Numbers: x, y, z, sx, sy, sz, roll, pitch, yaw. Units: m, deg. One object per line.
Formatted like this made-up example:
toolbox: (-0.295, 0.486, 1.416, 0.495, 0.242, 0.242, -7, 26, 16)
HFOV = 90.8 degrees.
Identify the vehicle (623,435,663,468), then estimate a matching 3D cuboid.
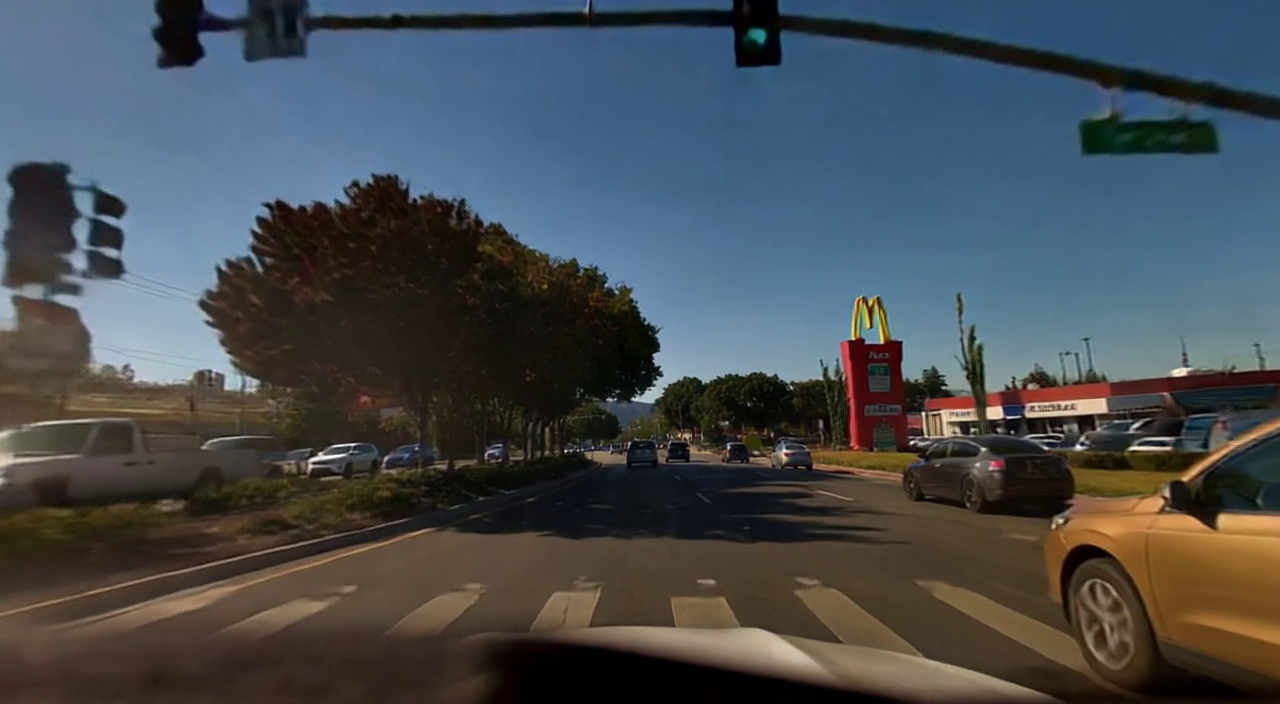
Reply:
vehicle: (0.157, 6.246, 39.696, 2.402, 1.938, 4.535, 0, -8, -1)

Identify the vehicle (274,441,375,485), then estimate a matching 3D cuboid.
vehicle: (-14.455, 5.089, 29.331, 2.242, 1.836, 4.811, 0, -8, -1)

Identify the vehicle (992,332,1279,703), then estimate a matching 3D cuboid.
vehicle: (3.459, 0.741, 2.054, 2.076, 1.716, 4.416, 0, -8, 0)

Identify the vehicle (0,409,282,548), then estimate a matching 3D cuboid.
vehicle: (-10.465, 2.293, 12.302, 2.909, 1.956, 6.908, 0, -8, 1)

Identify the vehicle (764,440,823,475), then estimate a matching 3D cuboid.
vehicle: (7.209, 4.990, 30.054, 1.879, 1.517, 4.006, 0, -8, 1)

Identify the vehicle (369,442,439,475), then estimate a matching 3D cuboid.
vehicle: (-14.046, 6.334, 37.975, 2.159, 1.836, 5.038, 0, -8, 1)
